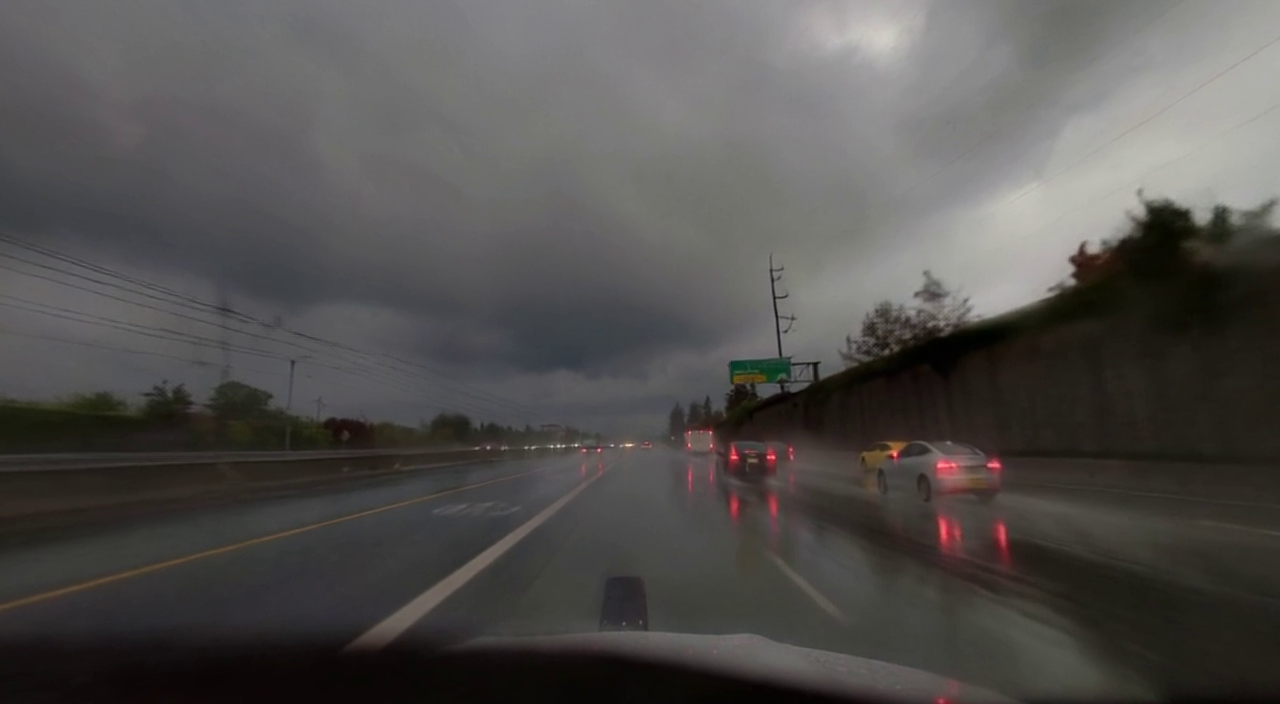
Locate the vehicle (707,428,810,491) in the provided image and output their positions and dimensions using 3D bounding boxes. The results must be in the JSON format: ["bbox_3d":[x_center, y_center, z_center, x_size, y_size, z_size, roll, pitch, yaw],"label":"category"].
[{"bbox_3d":[3.338,3.148,18.817,2.146,1.639,4.475,0,-8,-1],"label":"vehicle"}]

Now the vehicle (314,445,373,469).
[{"bbox_3d":[-18.694,6.602,39.943,1.824,1.410,3.744,-1,-8,1],"label":"vehicle"}]

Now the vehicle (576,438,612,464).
[{"bbox_3d":[-3.210,7.020,44.919,2.106,1.682,4.395,-1,-8,2],"label":"vehicle"}]

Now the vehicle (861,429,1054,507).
[{"bbox_3d":[7.093,2.631,14.845,1.988,1.518,4.856,0,-8,0],"label":"vehicle"}]

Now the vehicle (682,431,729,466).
[{"bbox_3d":[4.028,6.046,39.845,2.442,2.022,5.466,0,-8,0],"label":"vehicle"}]
